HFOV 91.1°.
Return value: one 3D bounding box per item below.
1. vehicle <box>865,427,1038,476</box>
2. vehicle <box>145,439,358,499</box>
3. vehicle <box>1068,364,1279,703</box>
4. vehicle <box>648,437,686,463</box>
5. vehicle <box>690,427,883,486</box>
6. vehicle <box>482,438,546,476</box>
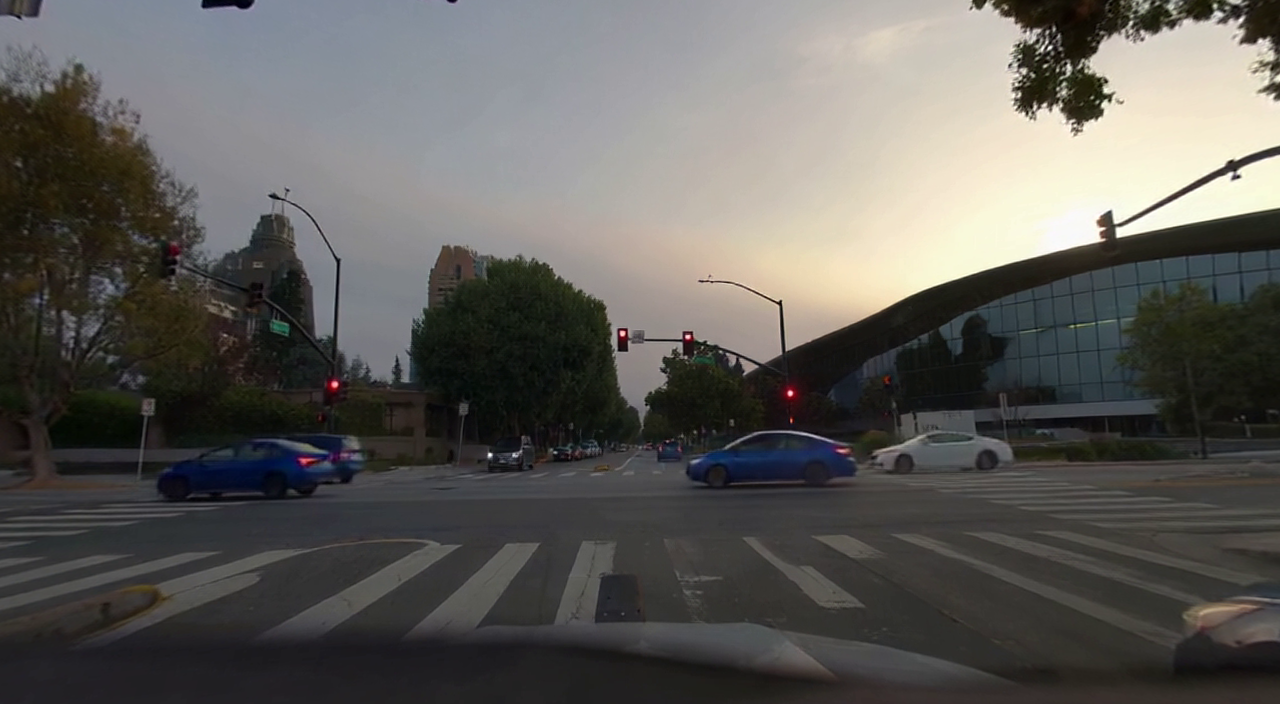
[{"bbox_3d":[10.006,3.230,20.460,4.623,1.477,1.884,0,-8,0],"label":"vehicle"},{"bbox_3d":[-10.254,3.100,16.840,4.464,1.472,1.867,0,-8,0],"label":"vehicle"},{"bbox_3d":[2.884,0.675,0.832,1.947,1.576,3.825,0,-8,1],"label":"vehicle"},{"bbox_3d":[1.787,6.664,42.774,2.053,1.625,4.551,0,-8,-4],"label":"vehicle"},{"bbox_3d":[3.814,2.804,16.989,4.723,1.484,1.883,0,-8,0],"label":"vehicle"},{"bbox_3d":[-5.955,5.022,30.284,2.115,1.690,4.322,-1,-8,1],"label":"vehicle"}]
